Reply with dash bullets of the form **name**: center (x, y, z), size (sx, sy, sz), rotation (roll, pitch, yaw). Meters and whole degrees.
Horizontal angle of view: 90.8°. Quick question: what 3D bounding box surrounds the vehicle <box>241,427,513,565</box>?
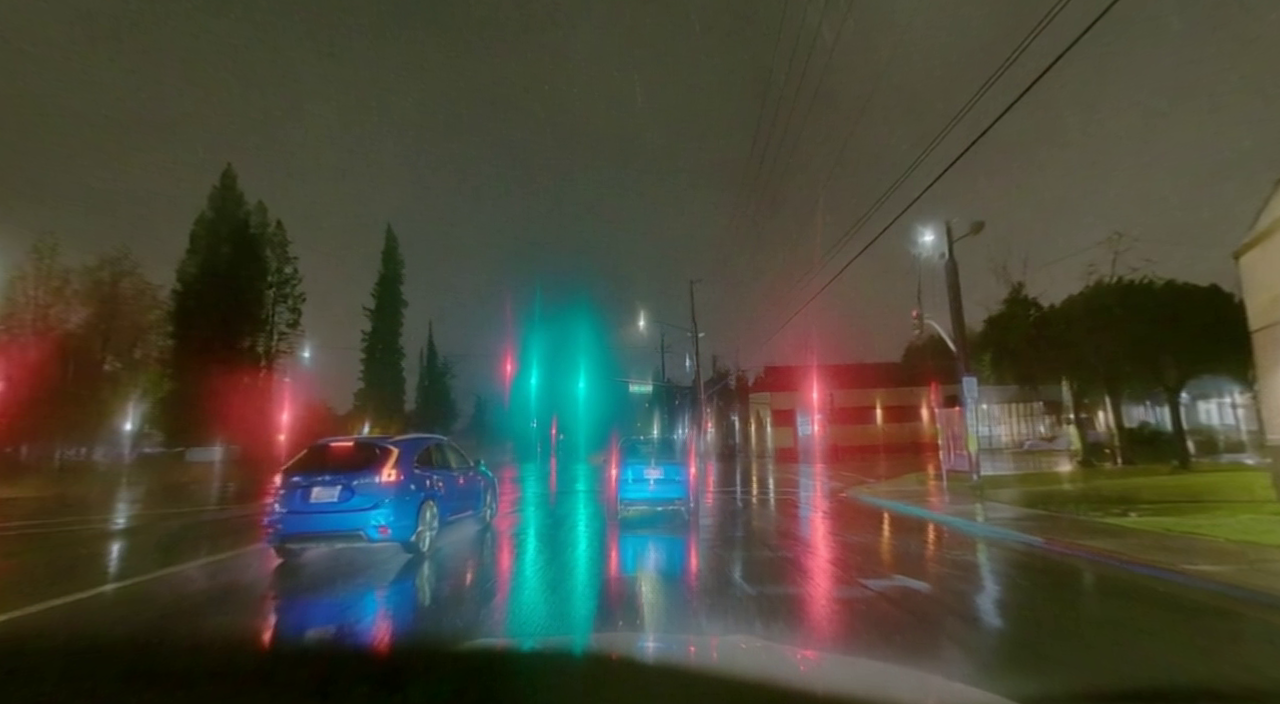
- **vehicle**: center (-3.300, 1.892, 9.116), size (2.032, 1.467, 4.411), rotation (0, -8, 0)

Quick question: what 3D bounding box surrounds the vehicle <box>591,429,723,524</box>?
- **vehicle**: center (0.246, 2.252, 11.934), size (2.059, 1.456, 4.047), rotation (0, -8, -1)
